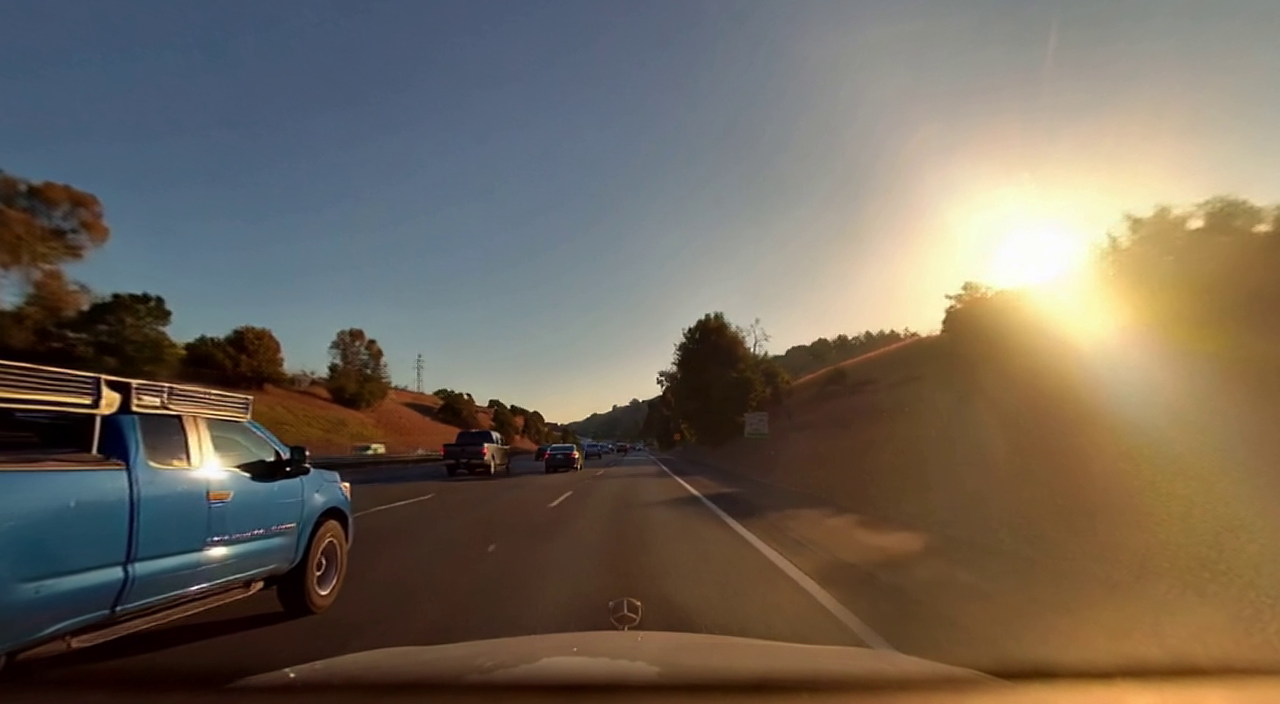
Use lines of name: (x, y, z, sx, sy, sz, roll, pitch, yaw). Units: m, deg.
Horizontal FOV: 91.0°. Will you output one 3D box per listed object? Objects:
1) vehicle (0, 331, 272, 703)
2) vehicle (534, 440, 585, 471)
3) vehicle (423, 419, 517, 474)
vehicle: (-4.052, 0.740, 2.375, 2.200, 1.807, 5.041, 0, -9, 1)
vehicle: (-4.147, 5.418, 33.142, 2.012, 1.509, 4.359, 0, -9, 1)
vehicle: (-7.612, 4.369, 29.056, 2.594, 2.254, 6.028, 0, -9, 0)
